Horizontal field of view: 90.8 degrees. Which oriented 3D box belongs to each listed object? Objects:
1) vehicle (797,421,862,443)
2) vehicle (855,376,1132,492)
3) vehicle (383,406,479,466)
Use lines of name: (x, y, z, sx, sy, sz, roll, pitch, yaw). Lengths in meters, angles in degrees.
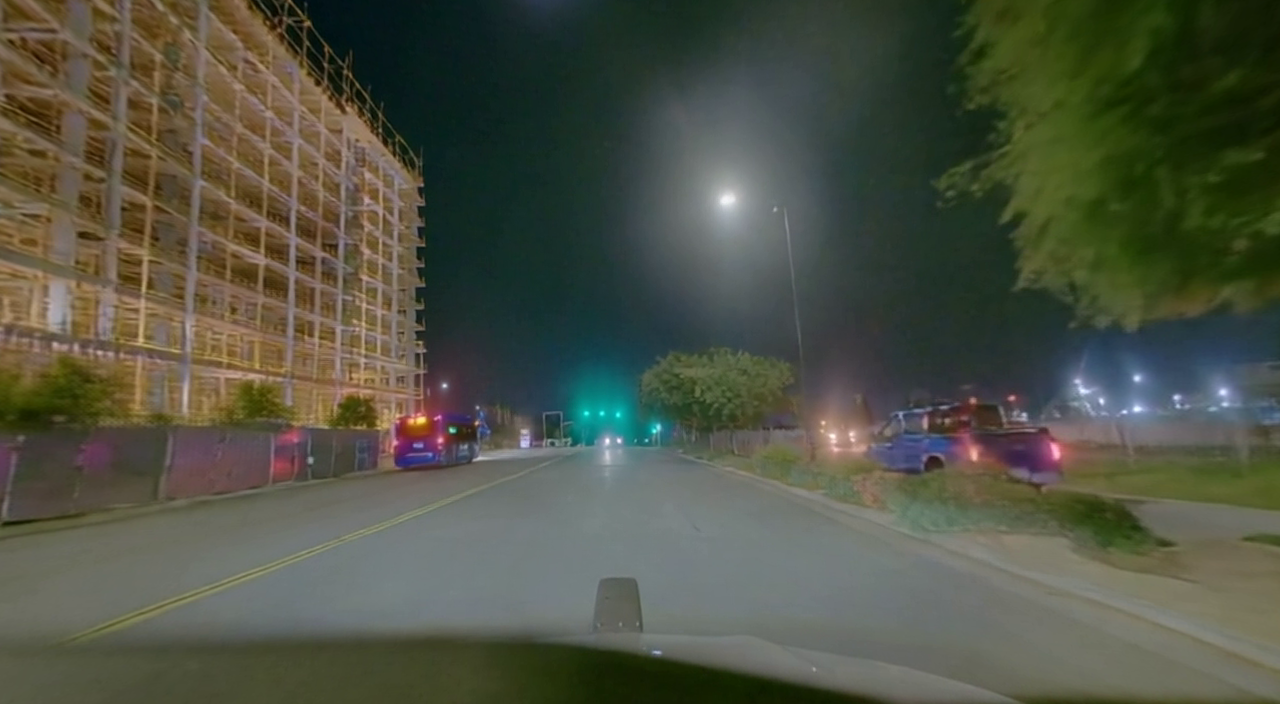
vehicle: (13.070, 5.563, 43.698, 3.897, 1.470, 1.829, 0, -8, -2)
vehicle: (6.870, 1.775, 13.418, 2.267, 1.911, 5.816, 0, -8, -3)
vehicle: (-10.810, 4.411, 33.366, 2.979, 2.803, 5.962, -1, -7, 0)
